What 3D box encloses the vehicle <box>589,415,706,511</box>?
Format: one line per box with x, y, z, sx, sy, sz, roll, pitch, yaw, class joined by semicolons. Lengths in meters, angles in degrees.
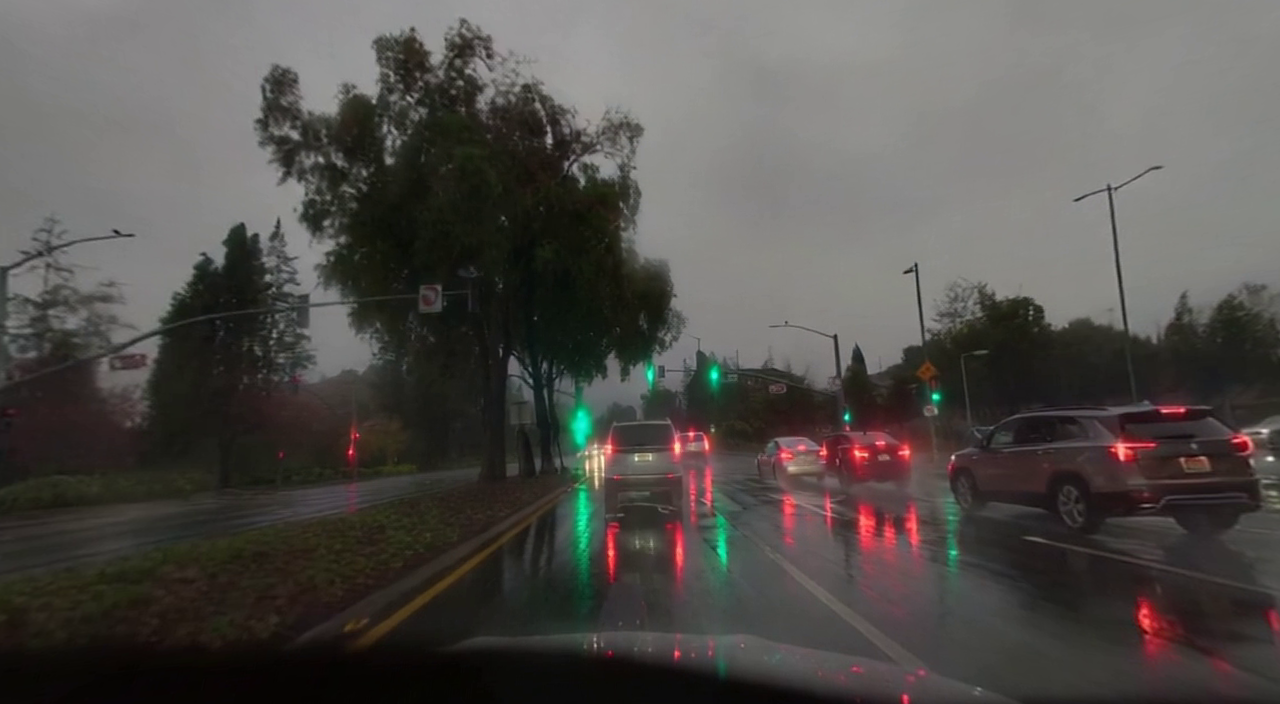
0.113;2.535;14.788;2.353;1.894;4.122;0;-9;-1;vehicle

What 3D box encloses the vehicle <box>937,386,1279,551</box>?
7.120;1.734;9.966;2.251;1.873;5.346;0;-9;0;vehicle

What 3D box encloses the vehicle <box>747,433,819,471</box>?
7.155;5.075;32.298;2.440;1.775;4.791;0;-9;-2;vehicle

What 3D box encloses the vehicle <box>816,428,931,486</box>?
7.283;3.331;20.225;2.025;1.642;4.189;0;-9;0;vehicle
